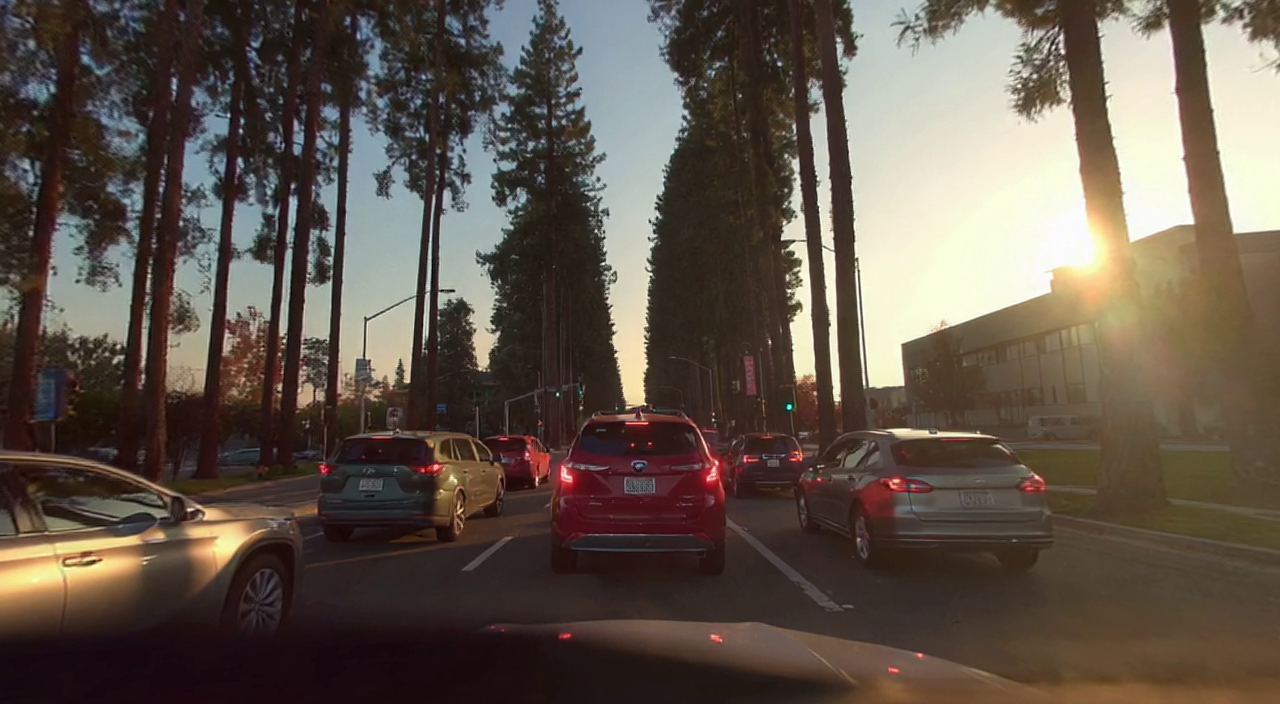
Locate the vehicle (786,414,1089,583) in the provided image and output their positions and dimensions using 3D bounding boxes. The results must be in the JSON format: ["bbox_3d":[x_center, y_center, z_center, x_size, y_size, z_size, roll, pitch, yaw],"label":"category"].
[{"bbox_3d":[3.258,1.662,7.864,1.922,1.579,3.642,0,-8,-1],"label":"vehicle"}]

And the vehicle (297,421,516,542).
[{"bbox_3d":[-3.662,2.108,10.921,2.042,1.641,4.314,0,-8,1],"label":"vehicle"}]

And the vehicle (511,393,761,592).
[{"bbox_3d":[-0.012,1.530,7.642,2.193,1.744,4.033,0,-8,1],"label":"vehicle"}]

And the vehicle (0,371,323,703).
[{"bbox_3d":[-3.782,0.986,3.292,1.929,1.641,4.193,0,-8,2],"label":"vehicle"}]
